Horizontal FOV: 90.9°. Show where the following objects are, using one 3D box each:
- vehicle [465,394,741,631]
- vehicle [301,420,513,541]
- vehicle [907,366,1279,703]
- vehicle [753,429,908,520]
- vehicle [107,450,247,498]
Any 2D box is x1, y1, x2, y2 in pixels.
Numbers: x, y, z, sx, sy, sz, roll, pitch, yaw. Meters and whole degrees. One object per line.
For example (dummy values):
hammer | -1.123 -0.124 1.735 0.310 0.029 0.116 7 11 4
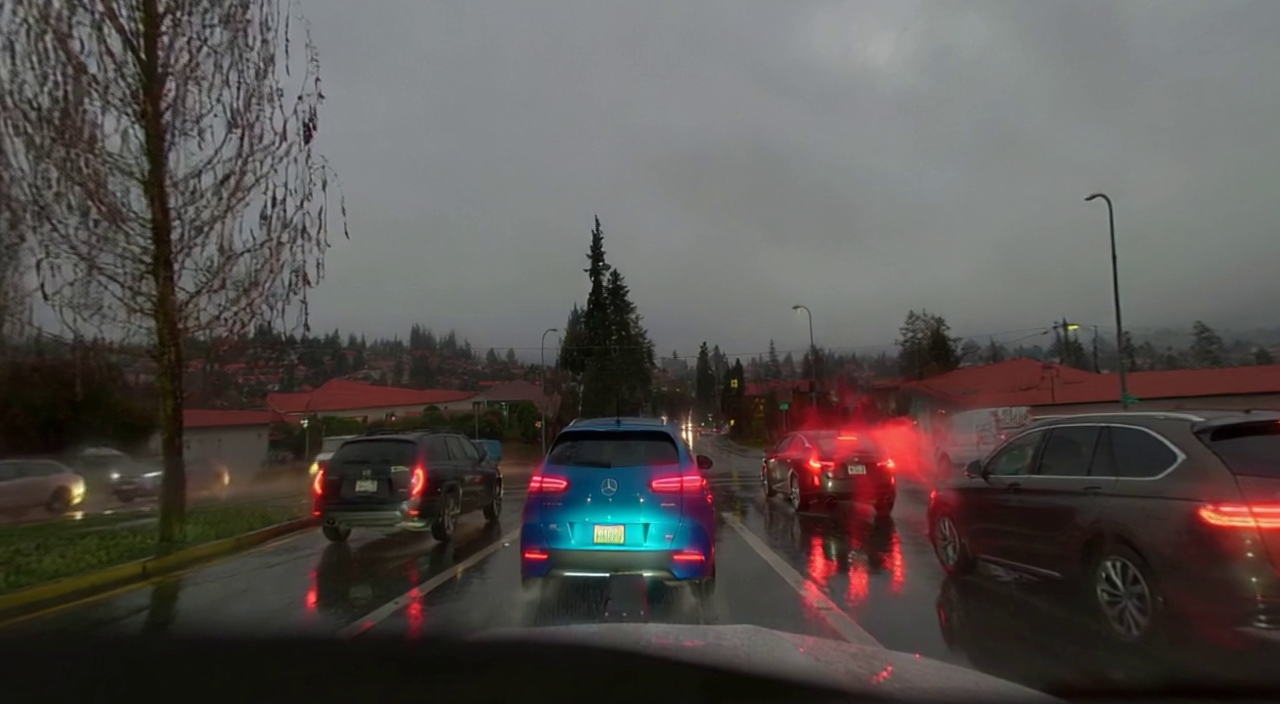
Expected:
vehicle | -0.152 1.470 6.727 2.022 1.700 4.084 0 -8 4
vehicle | -3.759 2.148 11.172 2.012 1.701 4.316 0 -8 1
vehicle | 4.156 1.264 5.389 2.014 1.740 4.515 0 -8 4
vehicle | 3.677 2.428 12.968 1.847 1.554 3.885 0 -8 -2
vehicle | -15.741 4.133 21.728 1.774 1.468 3.863 0 -8 1
